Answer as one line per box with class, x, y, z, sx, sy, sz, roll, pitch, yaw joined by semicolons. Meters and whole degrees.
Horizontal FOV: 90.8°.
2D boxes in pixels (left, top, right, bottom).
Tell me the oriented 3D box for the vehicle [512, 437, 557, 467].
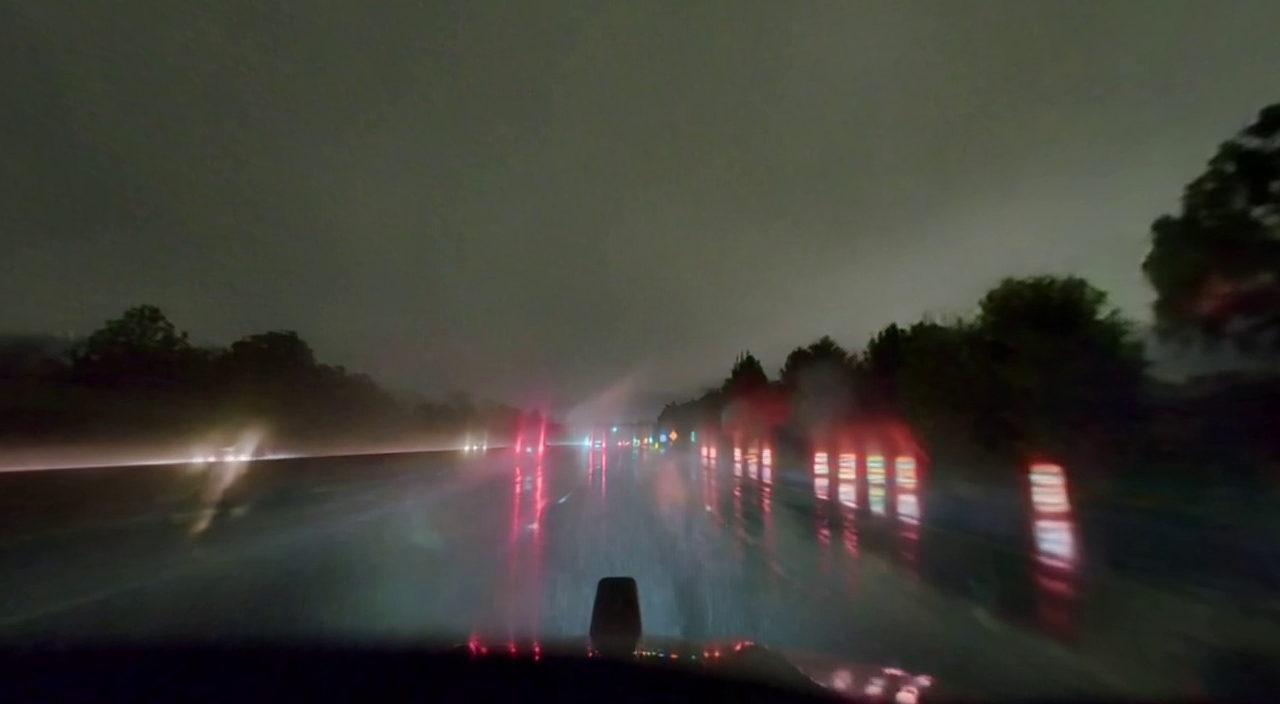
vehicle;-6.497;6.215;39.259;2.036;1.758;4.529;0;-9;0
